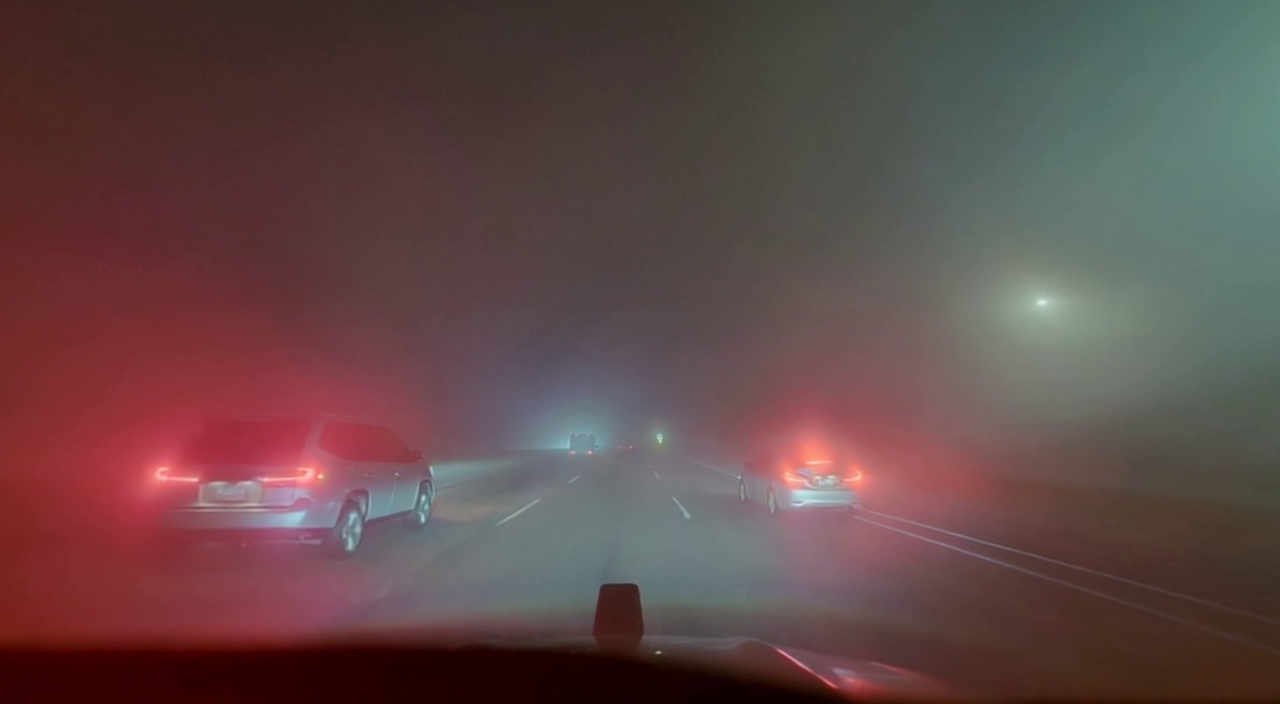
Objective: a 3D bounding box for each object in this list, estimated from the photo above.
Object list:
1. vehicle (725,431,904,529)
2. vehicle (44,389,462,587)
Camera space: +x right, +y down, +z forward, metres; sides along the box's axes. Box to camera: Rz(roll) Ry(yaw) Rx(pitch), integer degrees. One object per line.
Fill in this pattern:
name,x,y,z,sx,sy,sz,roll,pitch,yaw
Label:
vehicle,3.084,2.397,12.427,2.047,1.532,4.884,1,-9,-1
vehicle,-4.463,1.706,8.814,2.285,1.853,5.564,0,-9,0
